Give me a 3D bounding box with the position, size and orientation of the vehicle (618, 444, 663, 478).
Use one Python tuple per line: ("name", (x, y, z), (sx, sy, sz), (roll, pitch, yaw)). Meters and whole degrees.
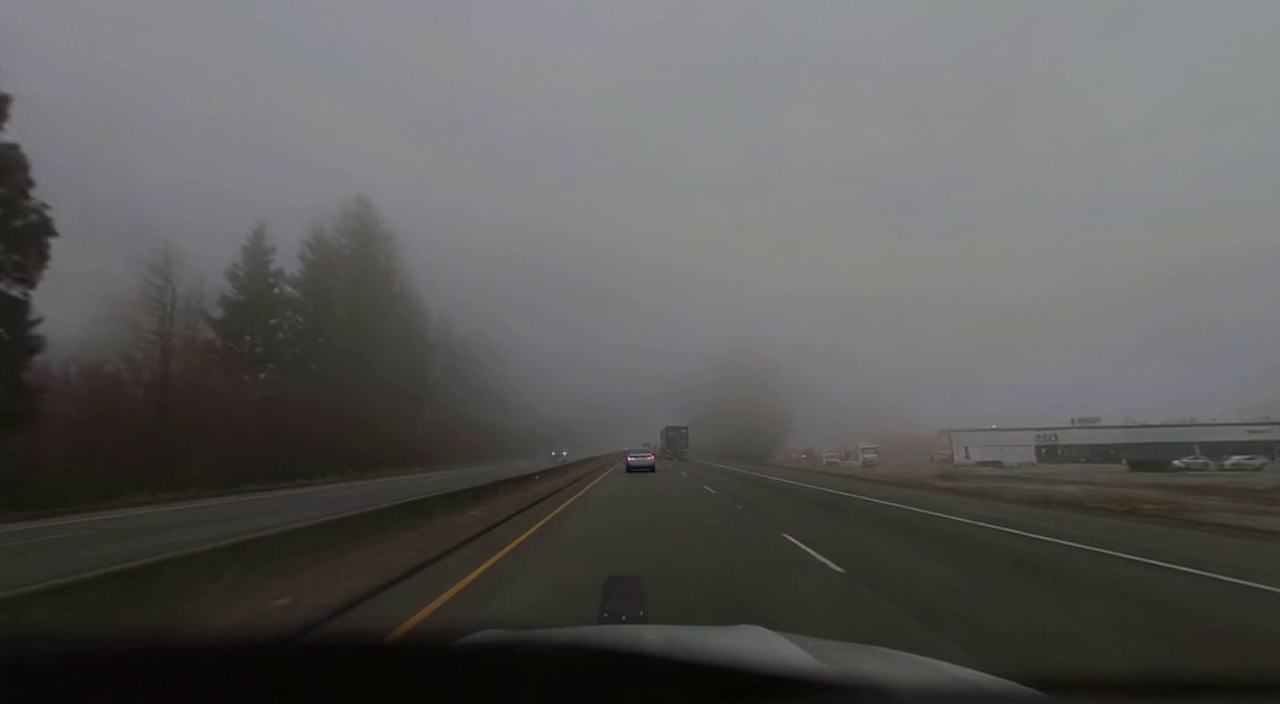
("vehicle", (0.019, 5.287, 30.732), (2.045, 1.527, 4.023), (0, -9, 0))
